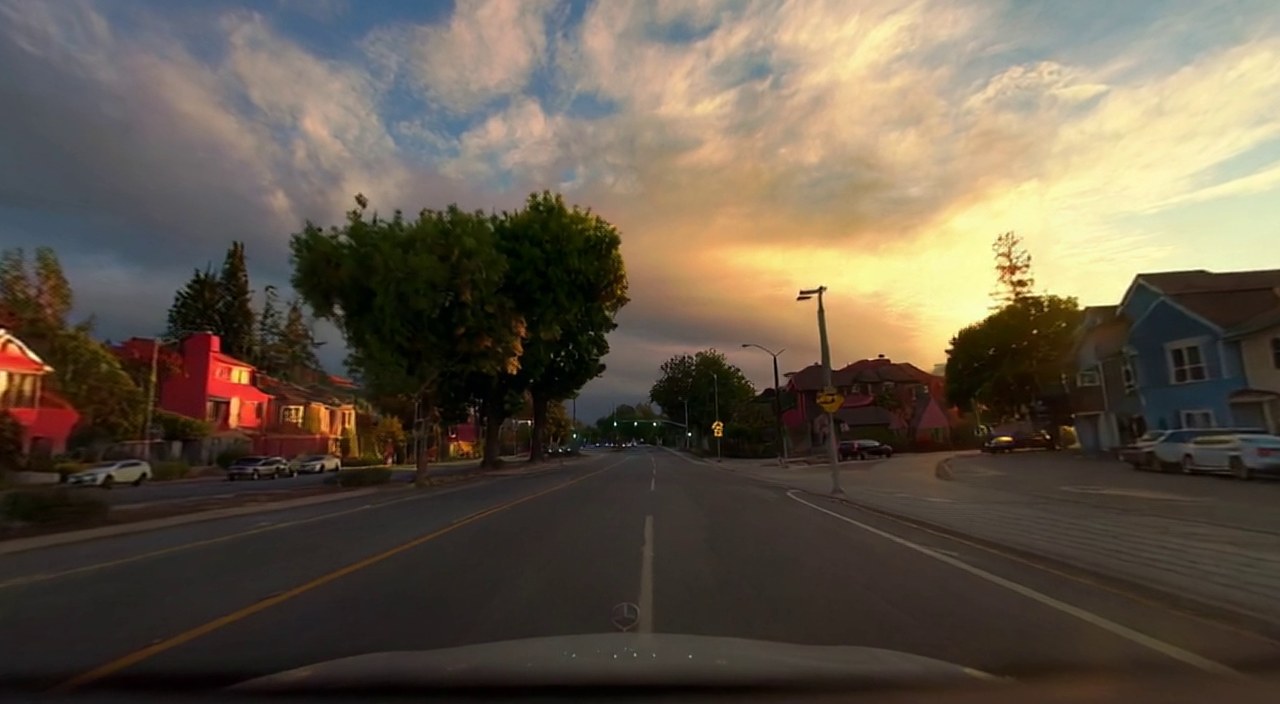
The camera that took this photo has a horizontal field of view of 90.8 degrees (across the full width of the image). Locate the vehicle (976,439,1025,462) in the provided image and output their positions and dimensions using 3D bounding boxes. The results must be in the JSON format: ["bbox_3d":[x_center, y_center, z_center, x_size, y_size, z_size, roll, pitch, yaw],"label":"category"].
[{"bbox_3d":[25.705,6.996,44.937,1.859,1.528,4.455,-8,-12,43],"label":"vehicle"}]

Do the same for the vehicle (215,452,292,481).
[{"bbox_3d":[-26.193,7.748,43.073,2.037,1.762,4.834,0,-8,2],"label":"vehicle"}]

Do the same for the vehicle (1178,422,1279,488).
[{"bbox_3d":[19.142,3.149,19.489,1.992,1.795,4.849,-3,-9,17],"label":"vehicle"}]

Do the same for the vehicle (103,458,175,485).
[{"bbox_3d":[-31.912,7.597,40.367,1.673,1.495,3.659,0,-7,-2],"label":"vehicle"}]
